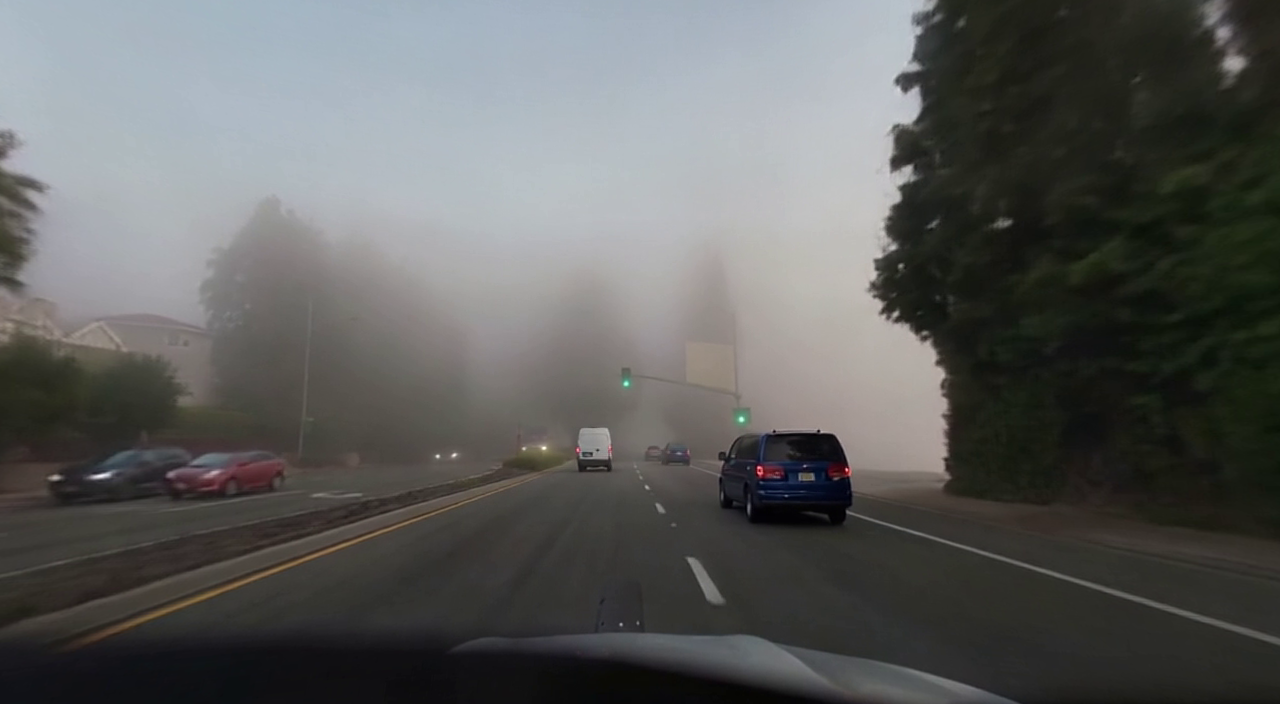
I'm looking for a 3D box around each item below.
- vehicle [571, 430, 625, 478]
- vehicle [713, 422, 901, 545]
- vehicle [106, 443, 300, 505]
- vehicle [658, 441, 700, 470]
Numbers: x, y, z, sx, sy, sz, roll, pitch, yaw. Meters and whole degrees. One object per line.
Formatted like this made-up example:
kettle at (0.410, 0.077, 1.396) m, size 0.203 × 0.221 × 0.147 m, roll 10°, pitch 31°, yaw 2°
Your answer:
vehicle at (-1.872, 4.752, 29.644) m, size 2.228 × 2.054 × 4.309 m, roll 0°, pitch -9°, yaw 0°
vehicle at (2.554, 2.123, 10.836) m, size 1.965 × 1.671 × 4.146 m, roll 0°, pitch -9°, yaw -2°
vehicle at (-11.803, 3.297, 17.578) m, size 2.116 × 1.481 × 4.572 m, roll 0°, pitch -9°, yaw 0°
vehicle at (2.434, 6.567, 40.328) m, size 2.248 × 1.692 × 4.252 m, roll 0°, pitch -9°, yaw -2°
